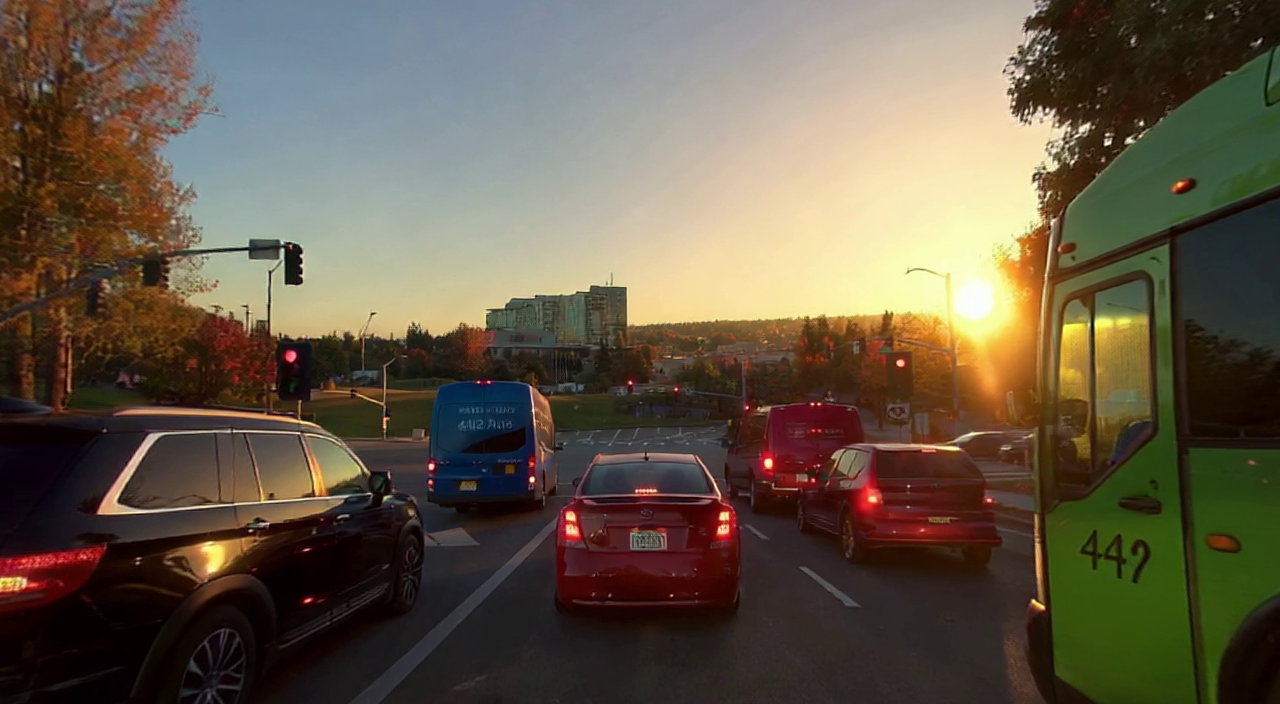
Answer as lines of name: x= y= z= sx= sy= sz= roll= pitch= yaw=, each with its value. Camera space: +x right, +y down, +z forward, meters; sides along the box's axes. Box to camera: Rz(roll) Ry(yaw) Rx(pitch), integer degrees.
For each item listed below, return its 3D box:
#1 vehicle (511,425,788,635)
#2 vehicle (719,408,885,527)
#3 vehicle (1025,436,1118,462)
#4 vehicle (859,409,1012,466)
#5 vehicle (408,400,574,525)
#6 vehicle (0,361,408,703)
vehicle: x=0.059 y=1.549 z=6.418 sx=1.976 sy=1.485 sz=3.624 roll=0 pitch=-8 yaw=0
vehicle: x=3.142 y=2.395 z=13.676 sx=2.143 sy=2.036 sz=5.367 roll=0 pitch=-8 yaw=0
vehicle: x=25.869 y=5.824 z=37.978 sx=4.229 sy=1.489 sz=1.794 roll=0 pitch=-8 yaw=-1
vehicle: x=17.588 y=5.130 z=37.924 sx=7.839 sy=3.213 sz=2.628 roll=0 pitch=-8 yaw=-3
vehicle: x=-2.936 y=2.355 z=13.952 sx=2.335 sy=2.221 sz=5.165 roll=0 pitch=-8 yaw=1
vehicle: x=-3.417 y=1.178 z=4.630 sx=1.921 sy=1.701 sz=3.989 roll=0 pitch=-8 yaw=0
